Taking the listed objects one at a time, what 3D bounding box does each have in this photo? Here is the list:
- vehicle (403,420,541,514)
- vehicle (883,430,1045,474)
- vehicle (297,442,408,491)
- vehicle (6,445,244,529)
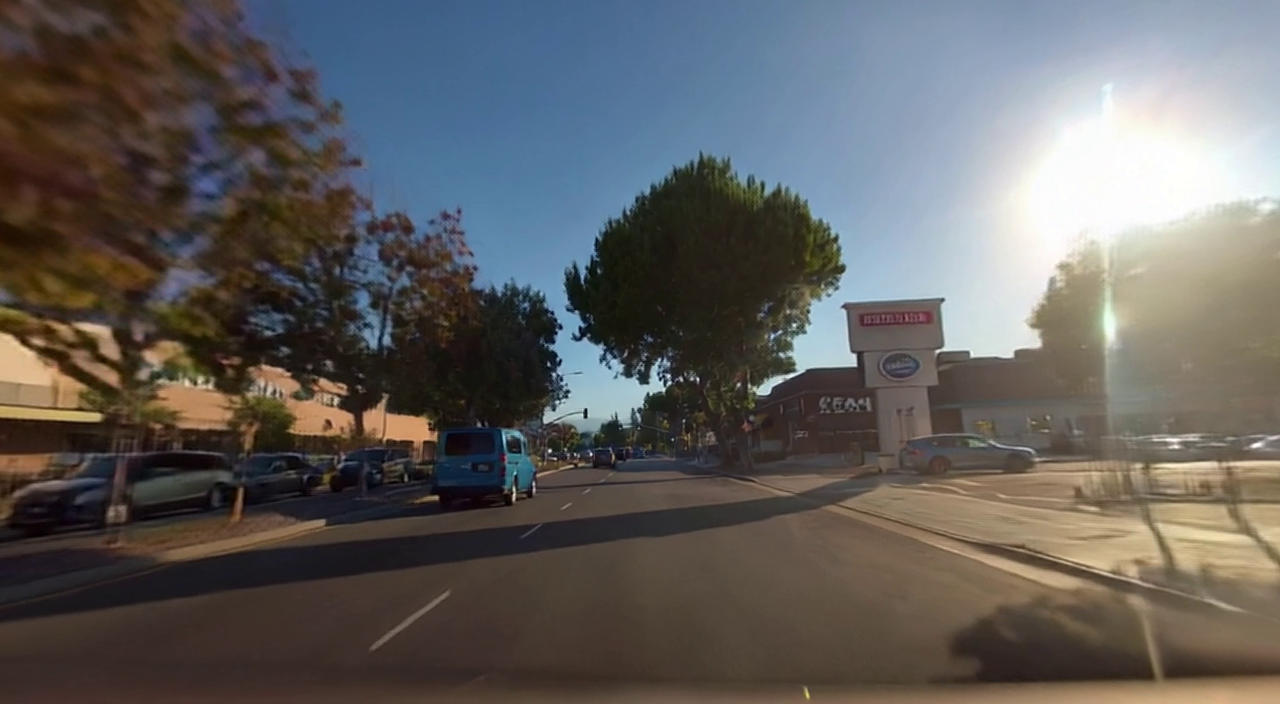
[{"bbox_3d":[-3.996,2.832,15.971,2.152,1.987,4.952,0,-9,0],"label":"vehicle"},{"bbox_3d":[11.325,3.534,22.230,4.607,1.471,1.982,0,-9,1],"label":"vehicle"},{"bbox_3d":[-11.752,4.693,26.126,2.332,1.815,4.639,-1,-9,1],"label":"vehicle"},{"bbox_3d":[-11.780,3.054,14.867,2.044,1.649,4.211,0,-9,-1],"label":"vehicle"}]
